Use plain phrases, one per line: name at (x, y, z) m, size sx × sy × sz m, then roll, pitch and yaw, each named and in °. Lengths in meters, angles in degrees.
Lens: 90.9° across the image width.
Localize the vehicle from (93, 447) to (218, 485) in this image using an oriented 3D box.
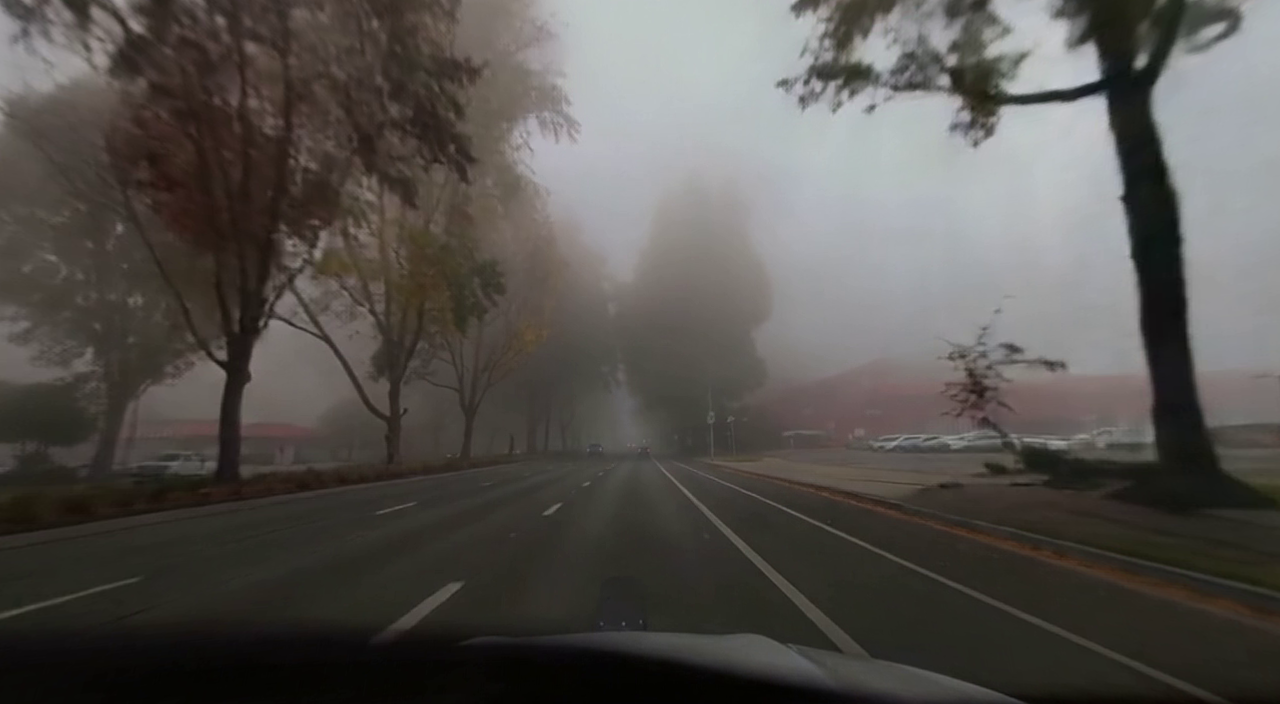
vehicle at (-27.157, 6.376, 35.720) m, size 2.400 × 1.926 × 5.817 m, roll 0°, pitch -9°, yaw 1°
